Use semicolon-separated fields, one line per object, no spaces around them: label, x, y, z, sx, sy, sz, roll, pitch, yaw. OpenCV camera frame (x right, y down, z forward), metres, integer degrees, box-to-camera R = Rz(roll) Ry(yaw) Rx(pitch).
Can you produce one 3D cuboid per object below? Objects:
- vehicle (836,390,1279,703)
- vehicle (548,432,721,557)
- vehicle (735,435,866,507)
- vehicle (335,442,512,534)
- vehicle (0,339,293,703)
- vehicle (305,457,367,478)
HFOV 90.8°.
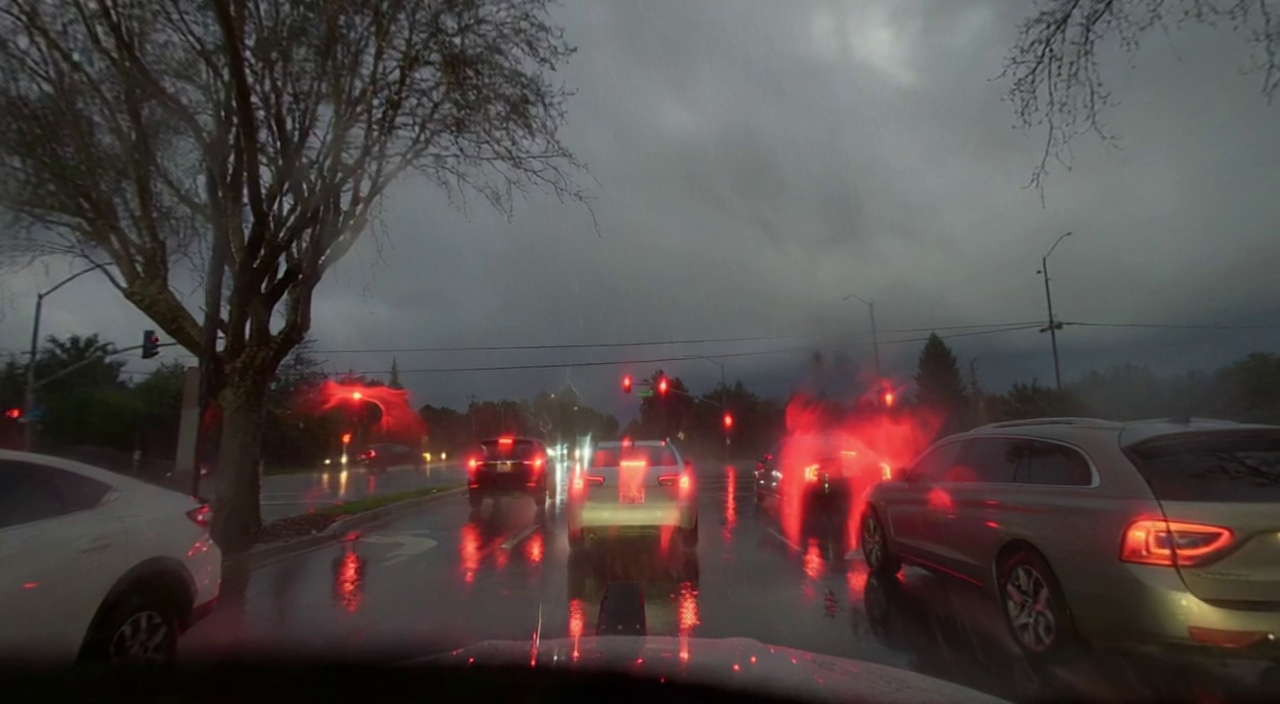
vehicle;3.386;1.302;5.418;1.933;1.564;4.600;0;-8;0
vehicle;-0.079;2.003;9.595;2.061;1.470;3.970;0;-8;0
vehicle;3.640;2.774;15.244;1.922;1.472;4.440;0;-8;-1
vehicle;-3.913;2.501;12.335;1.919;1.459;4.371;0;-8;0
vehicle;-3.663;0.832;2.535;2.047;1.764;4.369;0;-8;0
vehicle;-22.639;8.597;47.025;4.149;1.433;1.590;-3;-9;20
